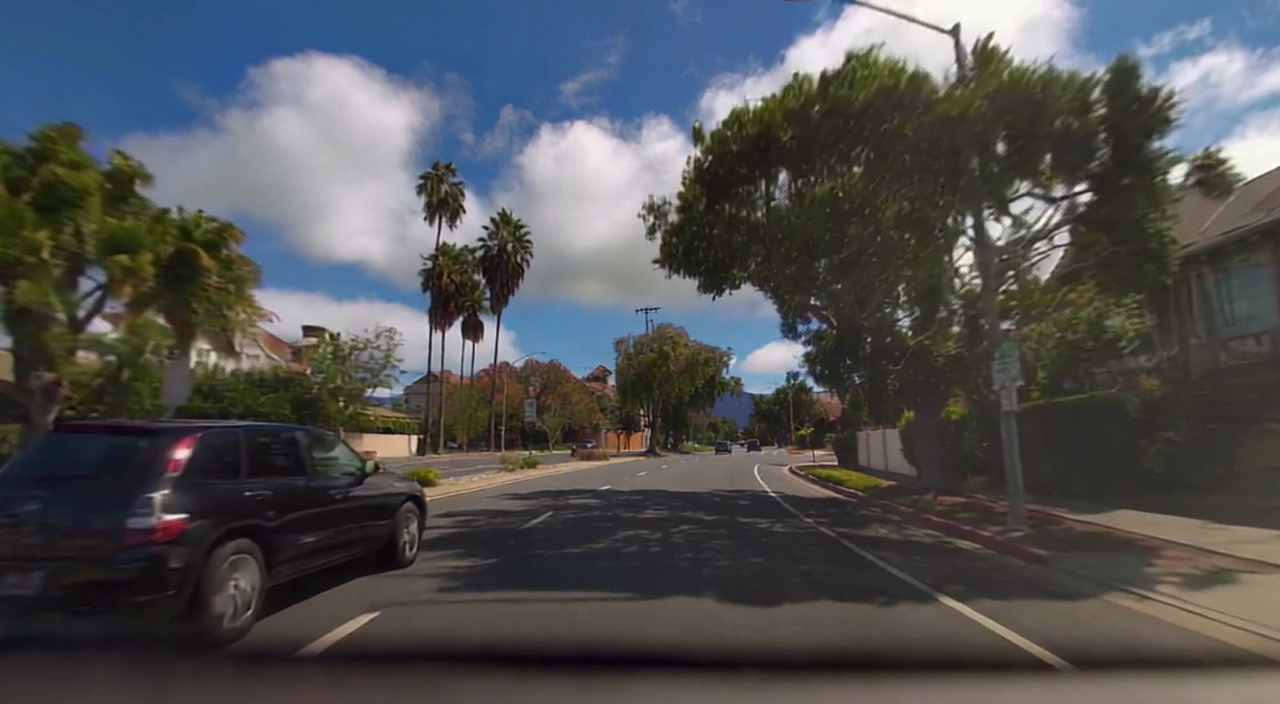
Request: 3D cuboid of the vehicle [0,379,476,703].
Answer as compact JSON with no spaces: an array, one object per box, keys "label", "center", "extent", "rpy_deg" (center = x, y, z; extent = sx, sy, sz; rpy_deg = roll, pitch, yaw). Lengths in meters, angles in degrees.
[{"label":"vehicle","center":[-3.220,1.230,5.409],"extent":[2.075,1.498,4.730],"rpy_deg":[0,-9,4]}]
